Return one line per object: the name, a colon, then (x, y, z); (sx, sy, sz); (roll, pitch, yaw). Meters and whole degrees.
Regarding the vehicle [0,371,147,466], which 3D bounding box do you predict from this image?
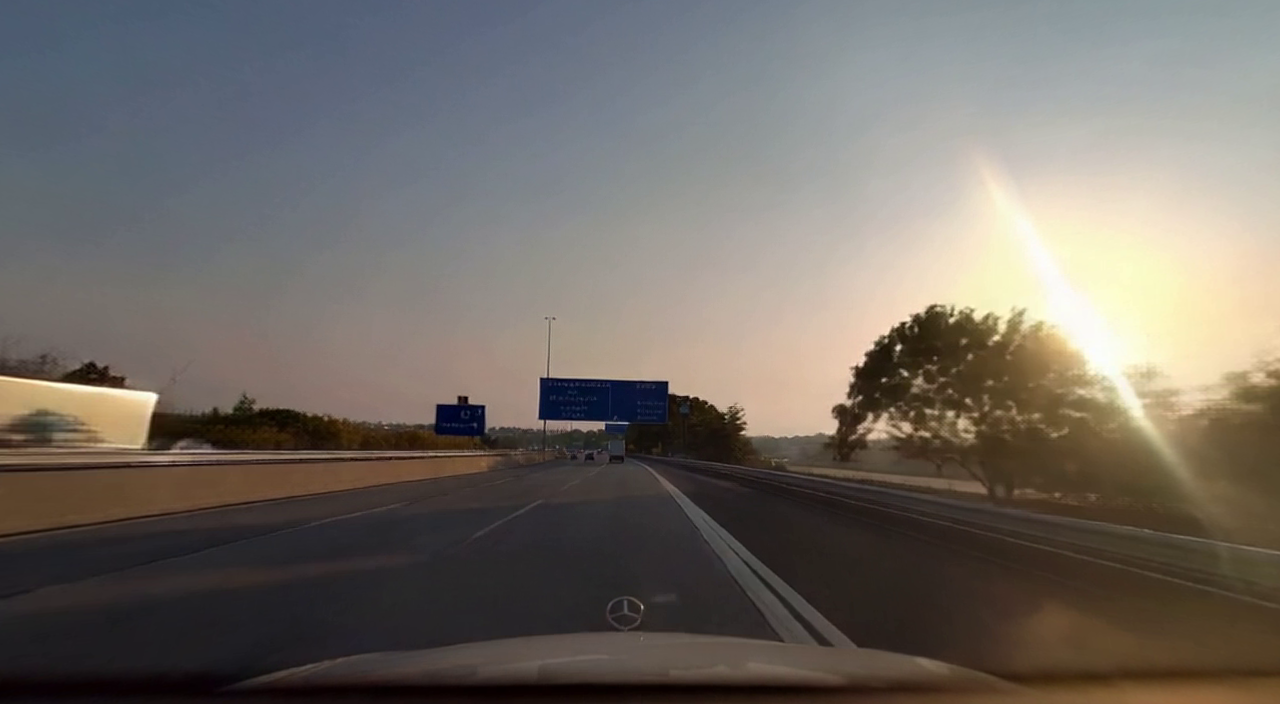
vehicle: (-28.978, 3.019, 28.079); (3.136, 3.996, 13.881); (0, -9, -2)
